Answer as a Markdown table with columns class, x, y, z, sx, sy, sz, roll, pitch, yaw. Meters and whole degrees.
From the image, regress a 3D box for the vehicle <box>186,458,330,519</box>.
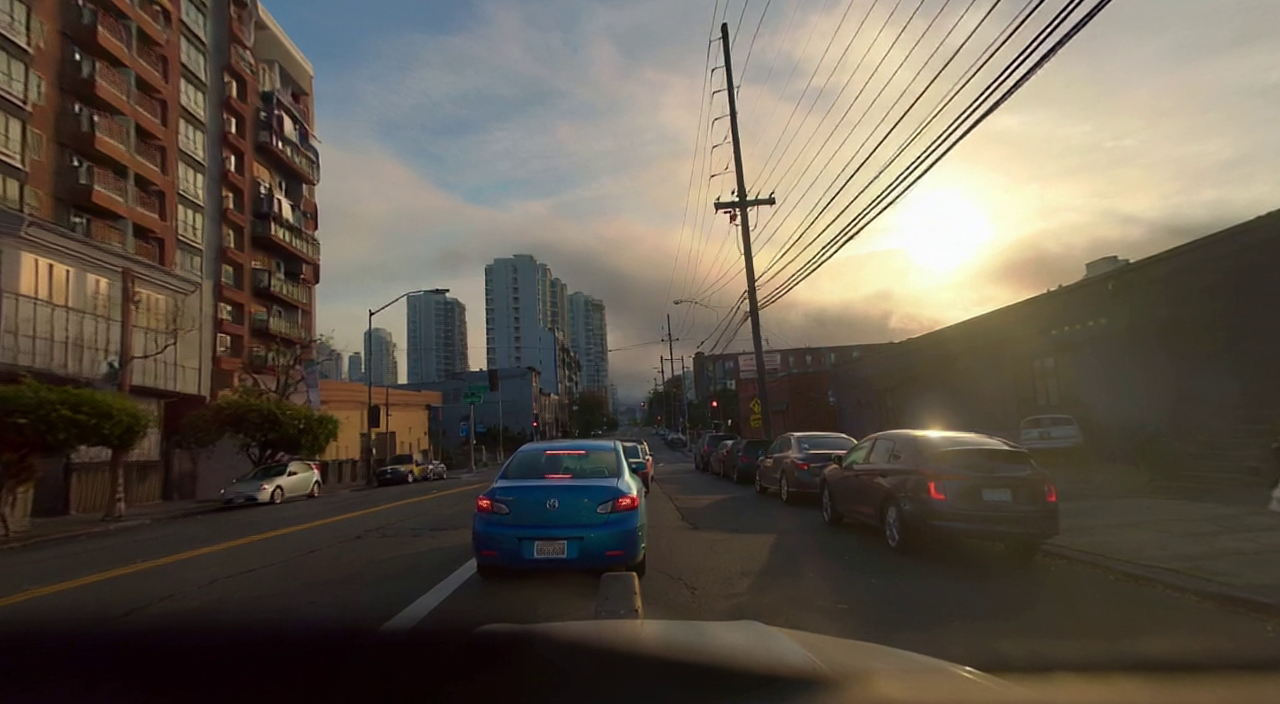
| class | x | y | z | sx | sy | sz | roll | pitch | yaw |
| --- | --- | --- | --- | --- | --- | --- | --- | --- | --- |
| vehicle | -11.865 | 4.226 | 20.043 | 1.868 | 1.491 | 4.367 | -4 | -8 | 0 |

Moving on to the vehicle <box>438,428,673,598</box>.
| class | x | y | z | sx | sy | sz | roll | pitch | yaw |
| --- | --- | --- | --- | --- | --- | --- | --- | --- | --- |
| vehicle | -0.708 | 1.735 | 7.814 | 2.019 | 1.453 | 4.603 | 0 | -8 | 1 |

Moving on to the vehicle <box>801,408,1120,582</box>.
| class | x | y | z | sx | sy | sz | roll | pitch | yaw |
| --- | --- | --- | --- | --- | --- | --- | --- | --- | --- |
| vehicle | 3.794 | 1.761 | 8.613 | 1.967 | 1.721 | 4.410 | 0 | -8 | -1 |

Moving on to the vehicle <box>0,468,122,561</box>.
| class | x | y | z | sx | sy | sz | roll | pitch | yaw |
| --- | --- | --- | --- | --- | --- | --- | --- | --- | --- |
| vehicle | -11.921 | 2.900 | 11.018 | 1.850 | 1.487 | 4.711 | -2 | -8 | -1 |

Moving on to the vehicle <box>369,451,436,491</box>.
| class | x | y | z | sx | sy | sz | roll | pitch | yaw |
| --- | --- | --- | --- | --- | --- | --- | --- | --- | --- |
| vehicle | -11.912 | 5.947 | 31.947 | 2.011 | 1.687 | 4.079 | -3 | -8 | -2 |
